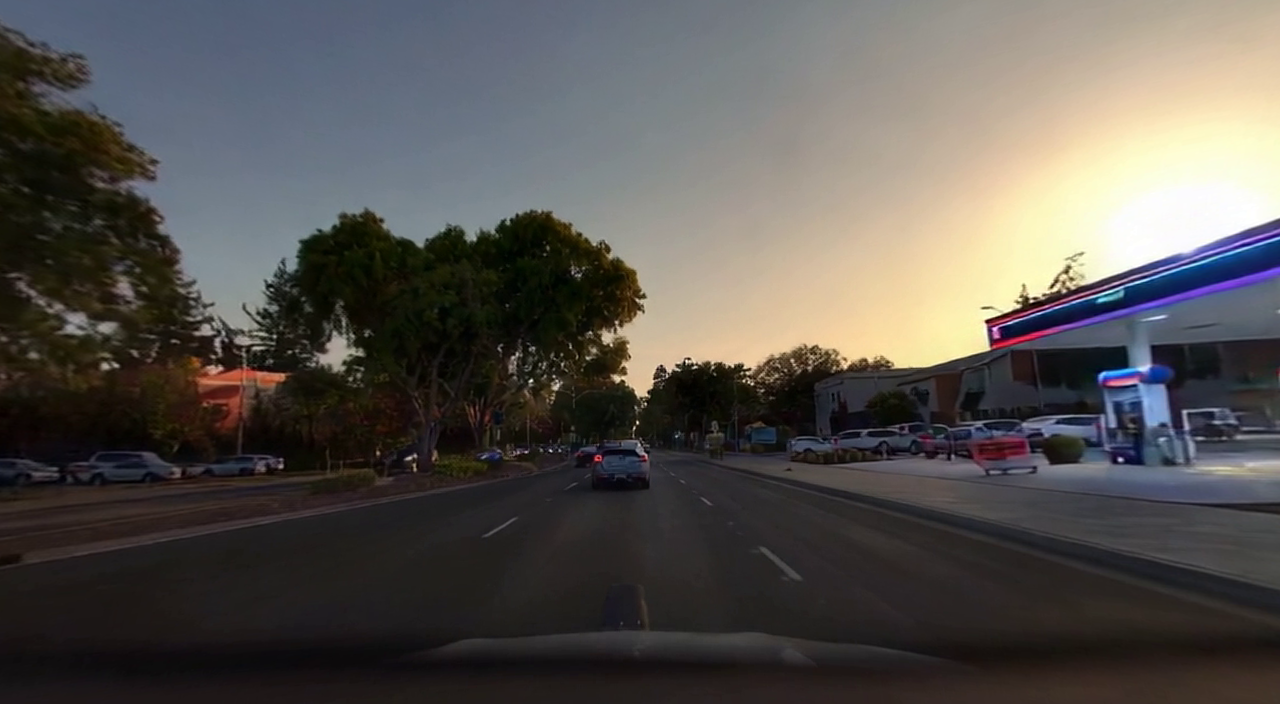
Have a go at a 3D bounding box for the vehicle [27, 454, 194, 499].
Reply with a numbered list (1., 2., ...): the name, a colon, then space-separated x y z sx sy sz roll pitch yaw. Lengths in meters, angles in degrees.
1. vehicle: -23.975 5.593 28.832 2.053 1.738 5.352 -4 -9 25

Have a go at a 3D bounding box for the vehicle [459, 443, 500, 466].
1. vehicle: -12.445 7.963 49.005 1.956 1.697 4.380 0 -8 1

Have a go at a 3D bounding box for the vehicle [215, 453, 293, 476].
1. vehicle: -30.542 8.886 49.925 2.099 1.565 4.767 -6 -10 35

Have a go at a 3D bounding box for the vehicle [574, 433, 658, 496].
1. vehicle: -0.595 3.092 17.643 2.062 1.519 4.214 1 -8 0

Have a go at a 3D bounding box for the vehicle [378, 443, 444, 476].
1. vehicle: -12.700 5.956 35.199 1.943 1.668 4.331 0 -9 1

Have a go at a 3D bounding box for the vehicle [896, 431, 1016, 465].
1. vehicle: 15.475 4.730 31.048 4.812 1.549 2.015 0 -8 0
